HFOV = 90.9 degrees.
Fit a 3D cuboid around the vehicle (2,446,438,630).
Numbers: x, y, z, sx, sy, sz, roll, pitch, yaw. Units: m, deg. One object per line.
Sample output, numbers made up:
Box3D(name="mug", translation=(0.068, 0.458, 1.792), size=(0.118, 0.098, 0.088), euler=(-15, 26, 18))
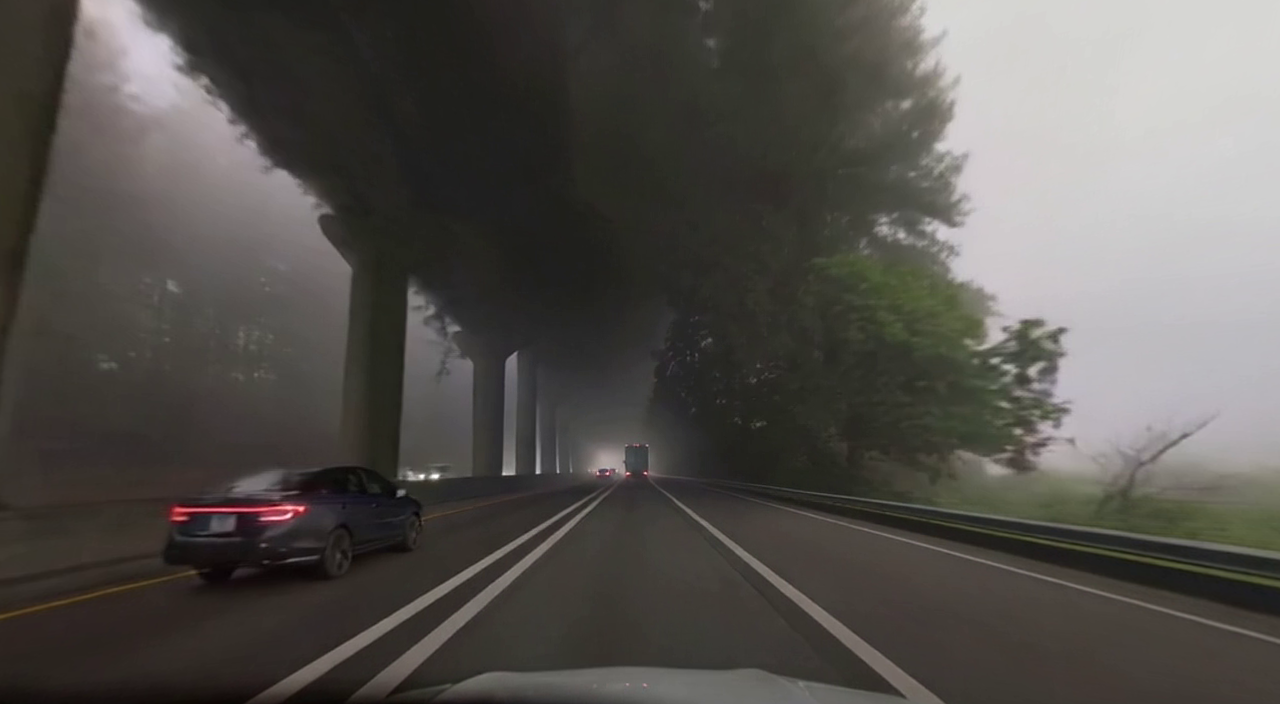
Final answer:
Box3D(name="vehicle", translation=(-4.249, 1.983, 7.663), size=(1.950, 1.460, 4.812), euler=(1, -11, 0))
